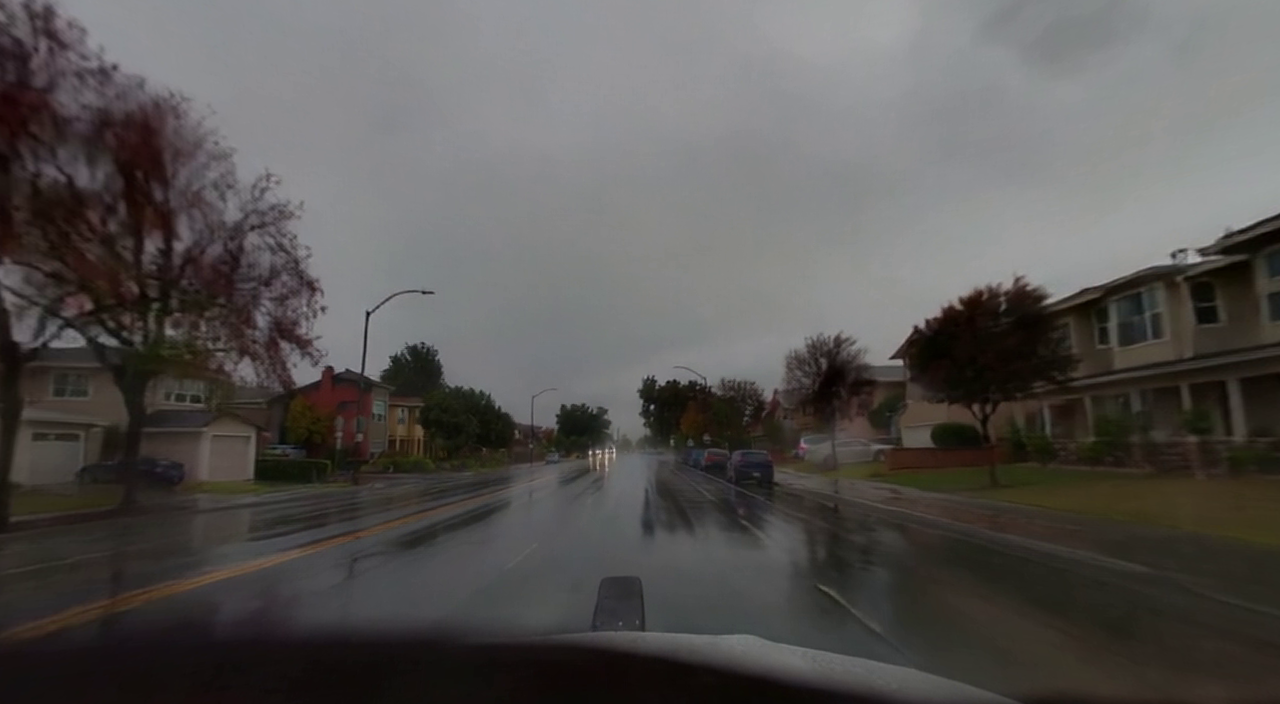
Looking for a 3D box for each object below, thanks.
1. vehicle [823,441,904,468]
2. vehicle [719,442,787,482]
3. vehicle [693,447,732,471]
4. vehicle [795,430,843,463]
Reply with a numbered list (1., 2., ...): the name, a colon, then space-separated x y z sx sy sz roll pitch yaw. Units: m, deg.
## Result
1. vehicle: 13.207 6.067 37.520 4.132 1.535 1.923 0 -7 2
2. vehicle: 4.817 4.781 27.596 1.971 1.558 4.895 0 -9 -1
3. vehicle: 4.883 7.266 43.314 1.938 1.464 4.390 -1 -8 -3
4. vehicle: 12.699 6.644 44.561 2.330 2.123 6.314 -3 -9 23
